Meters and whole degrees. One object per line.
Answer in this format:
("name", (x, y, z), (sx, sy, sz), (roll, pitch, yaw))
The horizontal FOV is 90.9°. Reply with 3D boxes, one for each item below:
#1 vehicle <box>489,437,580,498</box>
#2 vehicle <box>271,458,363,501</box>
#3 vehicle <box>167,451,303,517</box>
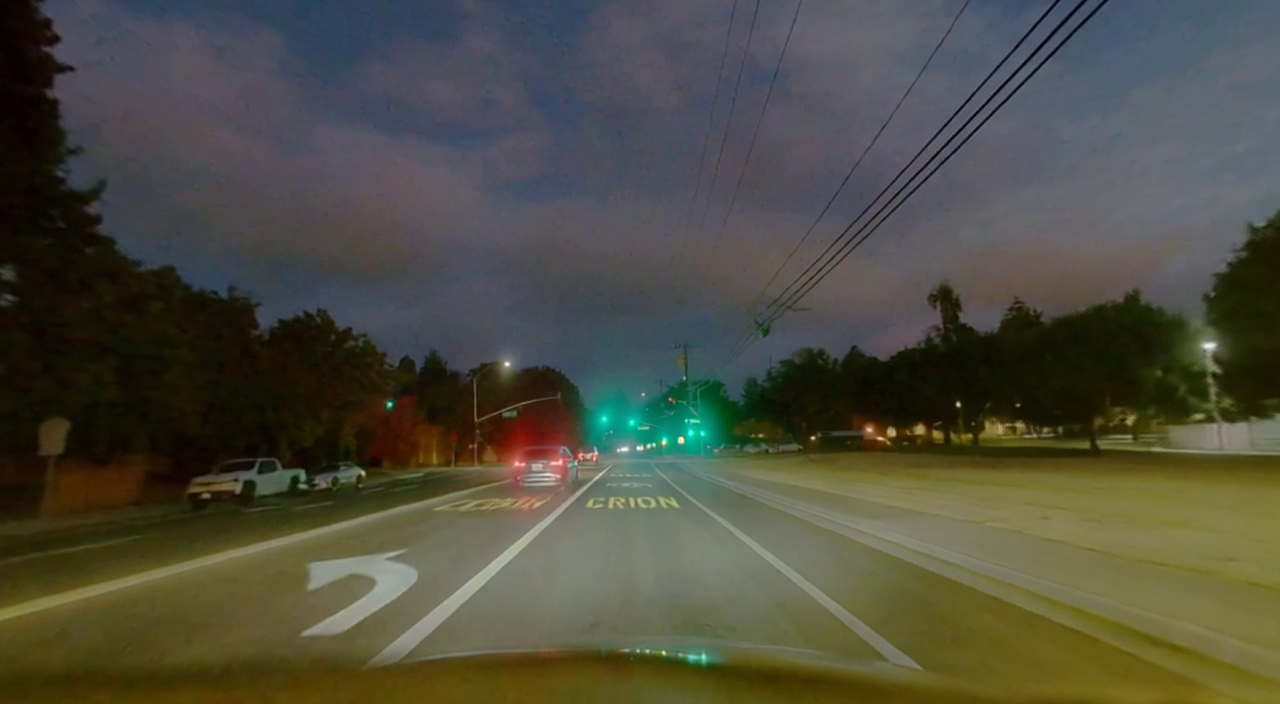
("vehicle", (-3.247, 3.674, 20.457), (2.084, 1.701, 4.734), (0, -9, 0))
("vehicle", (-14.391, 5.675, 28.399), (1.860, 1.490, 4.542), (-3, -7, -1))
("vehicle", (-14.228, 4.584, 22.568), (1.972, 1.887, 4.777), (-2, -8, -4))
